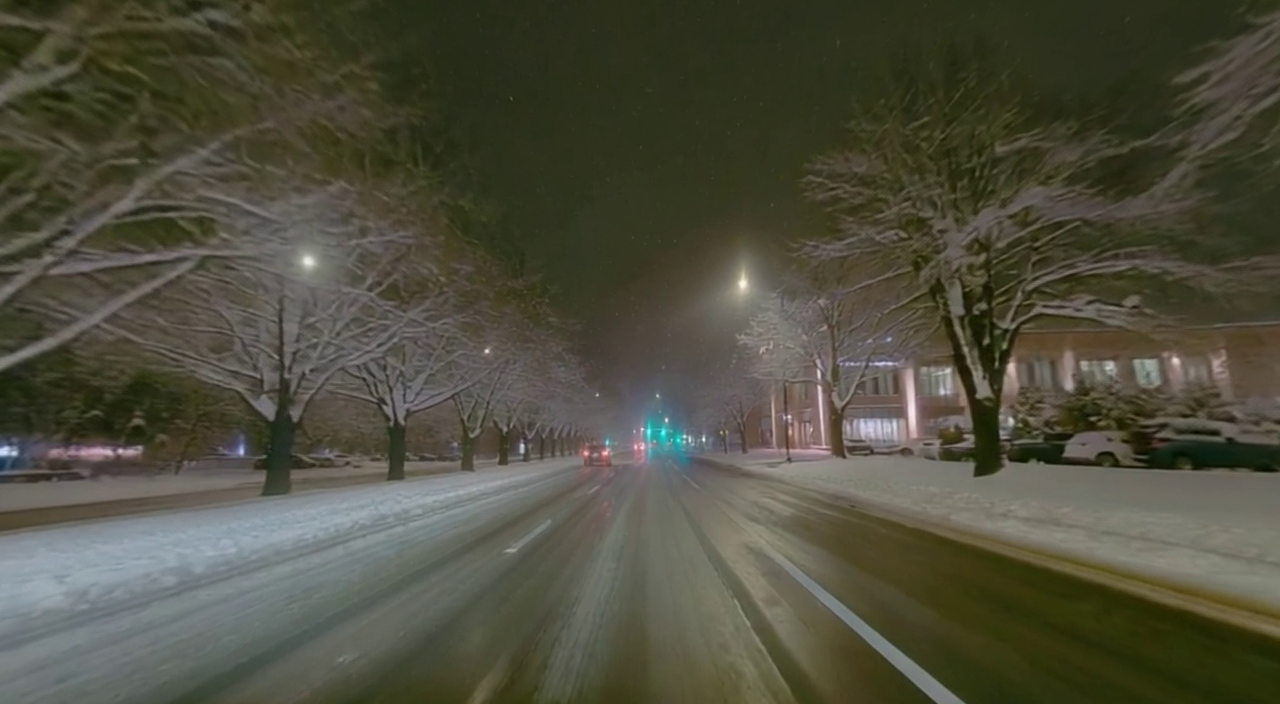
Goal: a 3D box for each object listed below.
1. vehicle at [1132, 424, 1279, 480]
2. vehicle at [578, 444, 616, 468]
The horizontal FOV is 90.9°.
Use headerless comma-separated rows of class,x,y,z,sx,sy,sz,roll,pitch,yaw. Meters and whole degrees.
vehicle,18.018,3.051,19.486,4.018,1.404,1.856,-3,-7,-1
vehicle,-2.669,6.631,40.440,2.082,1.460,4.442,0,-8,1
